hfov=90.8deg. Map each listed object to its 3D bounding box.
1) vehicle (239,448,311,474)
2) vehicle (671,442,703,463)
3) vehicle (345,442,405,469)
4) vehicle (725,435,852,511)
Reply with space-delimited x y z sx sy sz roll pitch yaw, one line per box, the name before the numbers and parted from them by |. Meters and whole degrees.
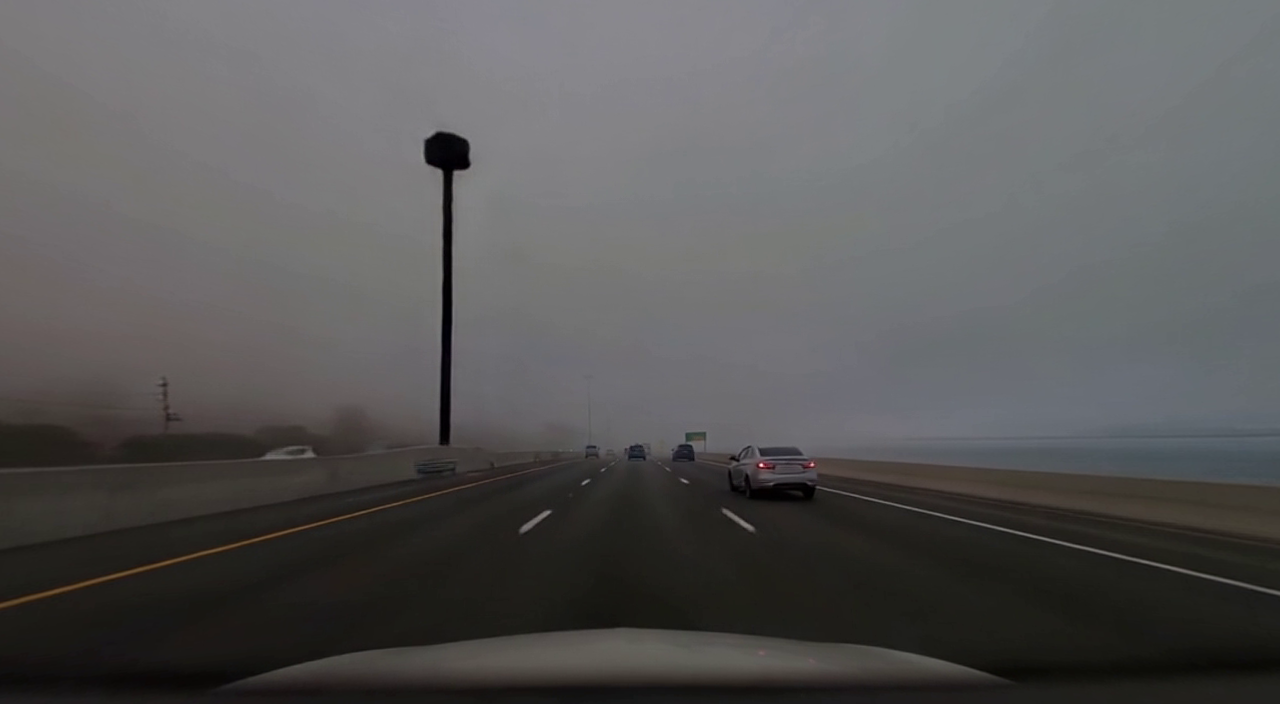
vehicle | -22.933 6.848 39.948 1.849 1.456 4.573 0 -8 0
vehicle | 3.537 7.712 48.510 2.000 1.533 4.438 0 -8 -1
vehicle | -15.519 6.075 37.254 1.850 1.519 3.963 0 -8 -1
vehicle | 3.271 2.742 14.857 1.890 1.490 4.373 0 -8 -1
